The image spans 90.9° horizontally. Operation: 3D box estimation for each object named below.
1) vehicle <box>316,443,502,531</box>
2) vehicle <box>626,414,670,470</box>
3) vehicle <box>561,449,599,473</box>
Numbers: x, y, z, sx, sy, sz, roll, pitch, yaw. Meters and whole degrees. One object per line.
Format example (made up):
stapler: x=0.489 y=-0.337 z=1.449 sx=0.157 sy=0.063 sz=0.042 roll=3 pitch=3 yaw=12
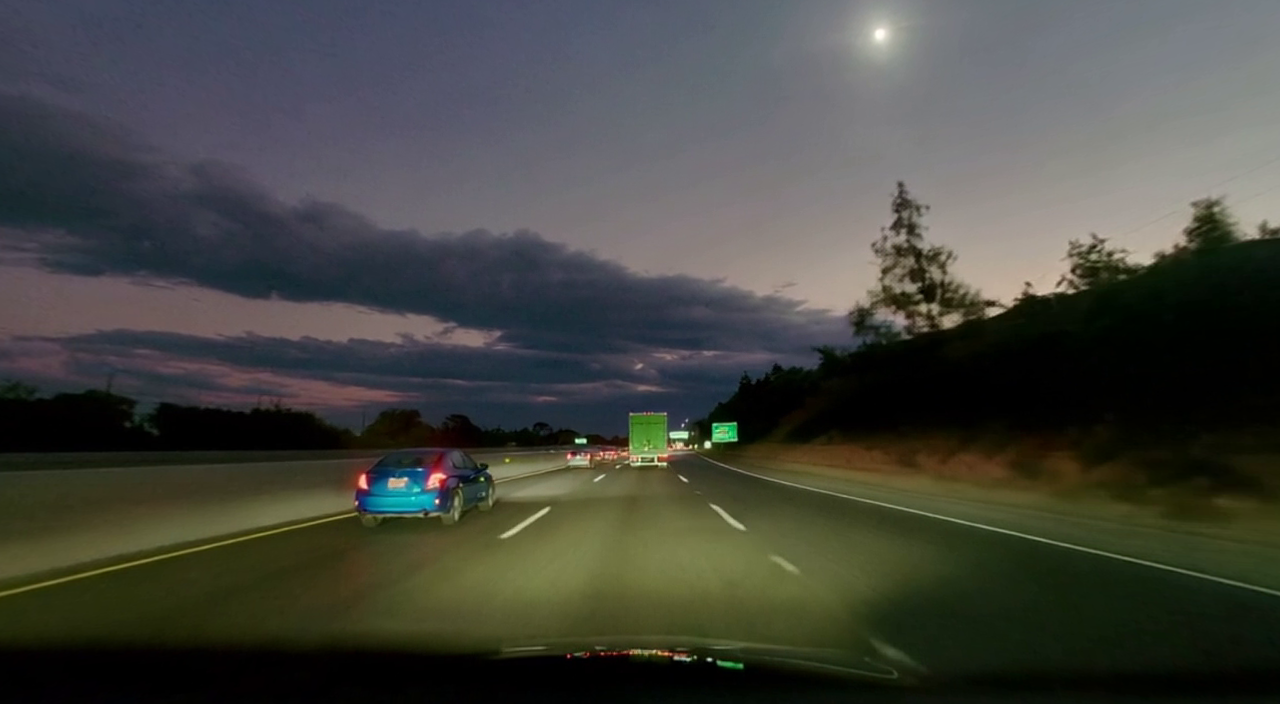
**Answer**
vehicle: x=-4.369 y=2.610 z=12.809 sx=2.010 sy=1.461 sz=4.391 roll=0 pitch=-9 yaw=1
vehicle: x=0.527 y=6.573 z=45.683 sx=2.893 sy=3.628 sz=9.081 roll=0 pitch=-9 yaw=0
vehicle: x=-3.757 y=6.908 z=40.221 sx=1.981 sy=1.435 sz=4.199 roll=0 pitch=-9 yaw=1
